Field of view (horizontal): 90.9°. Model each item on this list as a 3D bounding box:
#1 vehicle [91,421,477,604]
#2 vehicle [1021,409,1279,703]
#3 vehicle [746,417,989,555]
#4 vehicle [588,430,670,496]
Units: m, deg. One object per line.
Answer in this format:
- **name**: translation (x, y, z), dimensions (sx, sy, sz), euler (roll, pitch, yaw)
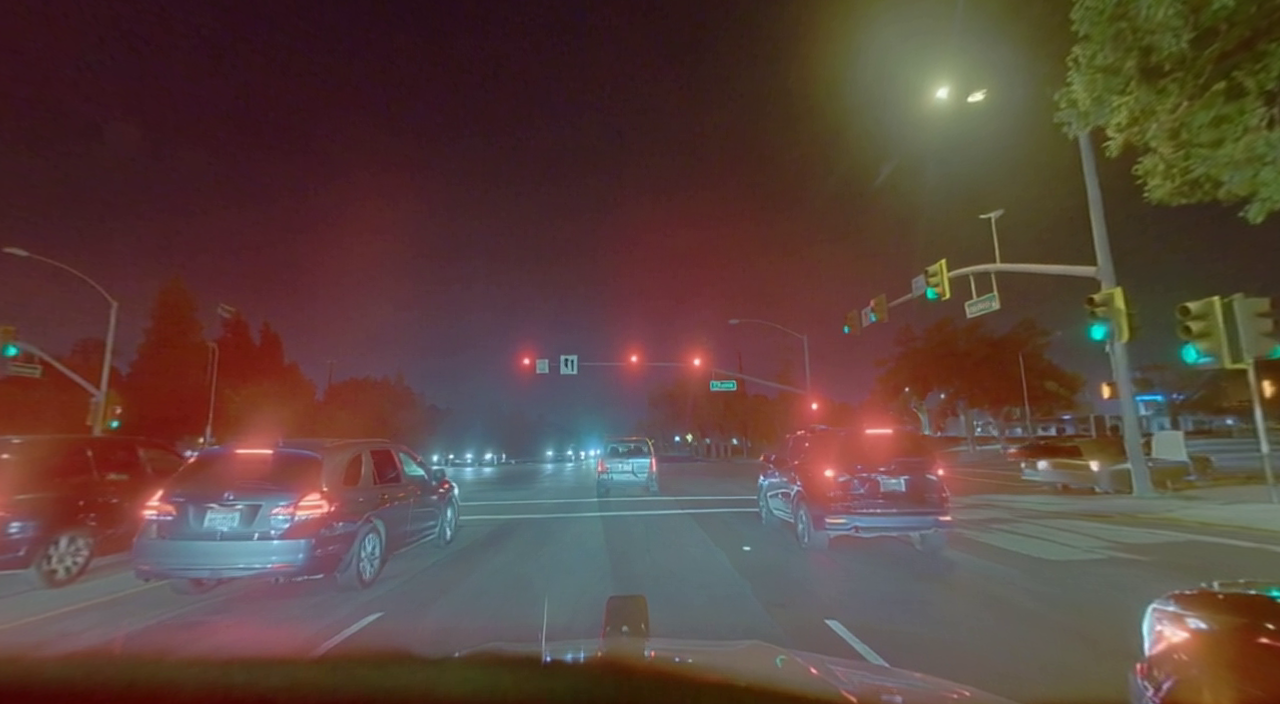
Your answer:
- **vehicle**: translation (-3.519, 1.650, 7.449), dimensions (1.941, 1.492, 4.399), euler (0, -8, 1)
- **vehicle**: translation (3.204, 0.818, 1.421), dimensions (1.960, 1.460, 4.233), euler (0, -8, -1)
- **vehicle**: translation (3.240, 2.007, 10.192), dimensions (2.097, 1.707, 4.461), euler (0, -8, -2)
- **vehicle**: translation (-0.274, 3.288, 19.048), dimensions (2.215, 1.749, 3.976), euler (0, -8, 1)
